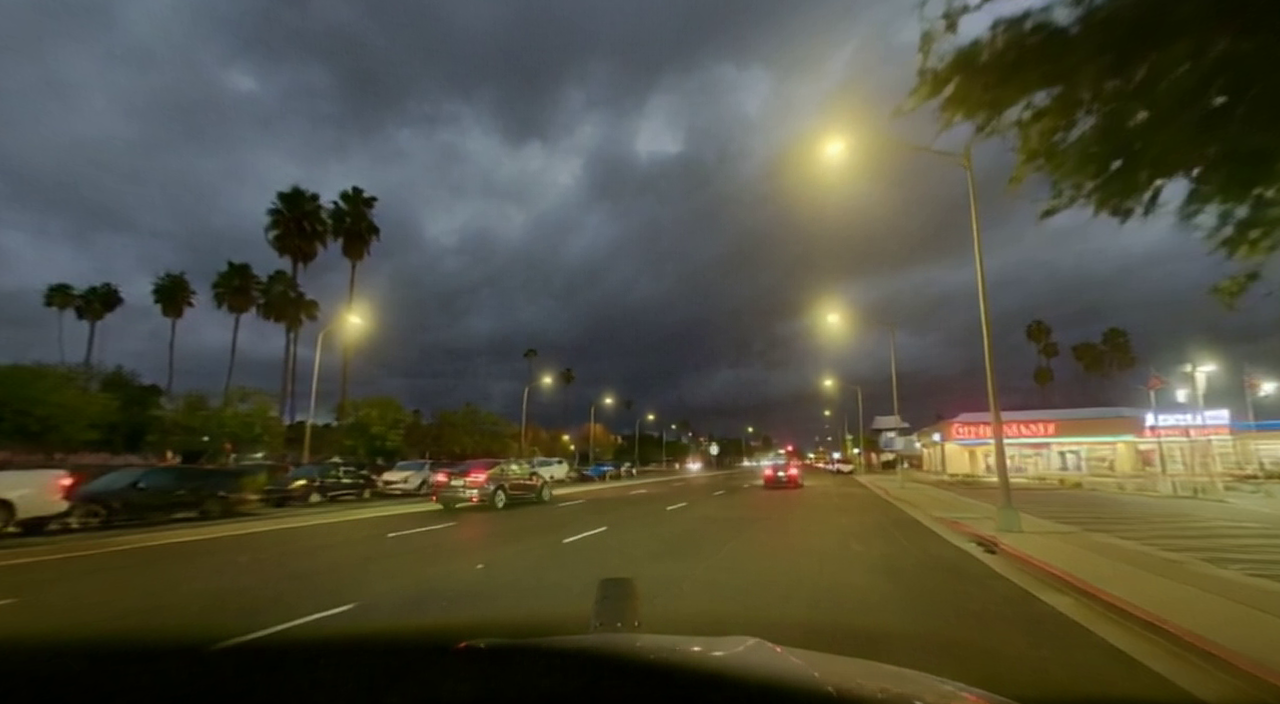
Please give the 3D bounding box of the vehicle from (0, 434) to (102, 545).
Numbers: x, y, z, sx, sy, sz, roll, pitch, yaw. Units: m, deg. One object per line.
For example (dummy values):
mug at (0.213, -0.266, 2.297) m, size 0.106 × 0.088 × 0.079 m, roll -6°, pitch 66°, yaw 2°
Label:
vehicle at (-11.878, 2.161, 9.778) m, size 1.989 × 1.792 × 4.884 m, roll -5°, pitch -13°, yaw 16°

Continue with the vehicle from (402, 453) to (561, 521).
vehicle at (-4.041, 3.504, 17.002) m, size 2.090 × 1.520 × 4.452 m, roll -2°, pitch -9°, yaw 17°

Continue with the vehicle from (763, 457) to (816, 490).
vehicle at (7.879, 6.263, 32.750) m, size 2.139 × 1.461 × 4.918 m, roll -3°, pitch -9°, yaw 19°

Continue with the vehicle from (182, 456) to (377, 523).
vehicle at (-9.442, 3.588, 16.988) m, size 1.837 × 1.468 × 4.389 m, roll -2°, pitch -9°, yaw 18°
